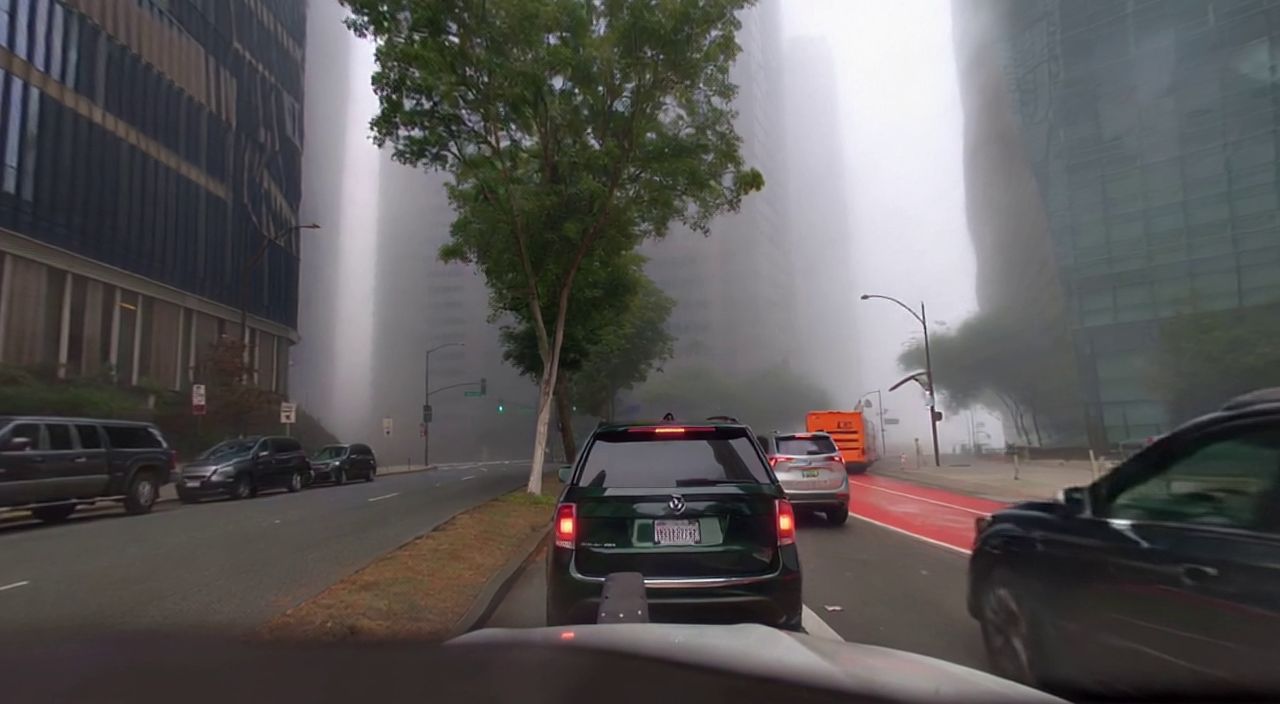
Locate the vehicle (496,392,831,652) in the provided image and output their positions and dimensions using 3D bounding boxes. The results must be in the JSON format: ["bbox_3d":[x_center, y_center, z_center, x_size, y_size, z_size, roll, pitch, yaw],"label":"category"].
[{"bbox_3d":[0.200,1.427,6.311,2.192,1.695,4.142,0,-8,1],"label":"vehicle"}]

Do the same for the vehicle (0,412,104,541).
[{"bbox_3d":[-10.497,1.918,9.756,1.543,1.946,3.454,1,-9,-6],"label":"vehicle"}]

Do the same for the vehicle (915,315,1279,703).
[{"bbox_3d":[2.864,0.723,1.598,2.097,1.697,5.065,0,-8,1],"label":"vehicle"}]

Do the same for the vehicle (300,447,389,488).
[{"bbox_3d":[-11.587,4.500,25.092,1.791,1.463,4.210,0,-9,-4],"label":"vehicle"}]

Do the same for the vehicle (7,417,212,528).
[{"bbox_3d":[-10.872,2.456,13.302,1.482,2.019,3.297,0,-9,-4],"label":"vehicle"}]

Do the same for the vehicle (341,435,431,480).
[{"bbox_3d":[-12.094,5.064,30.603,2.338,1.963,5.740,0,-9,-4],"label":"vehicle"}]

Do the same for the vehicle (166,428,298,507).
[{"bbox_3d":[-11.227,3.166,17.674,1.559,1.973,3.419,1,-9,-5],"label":"vehicle"}]
